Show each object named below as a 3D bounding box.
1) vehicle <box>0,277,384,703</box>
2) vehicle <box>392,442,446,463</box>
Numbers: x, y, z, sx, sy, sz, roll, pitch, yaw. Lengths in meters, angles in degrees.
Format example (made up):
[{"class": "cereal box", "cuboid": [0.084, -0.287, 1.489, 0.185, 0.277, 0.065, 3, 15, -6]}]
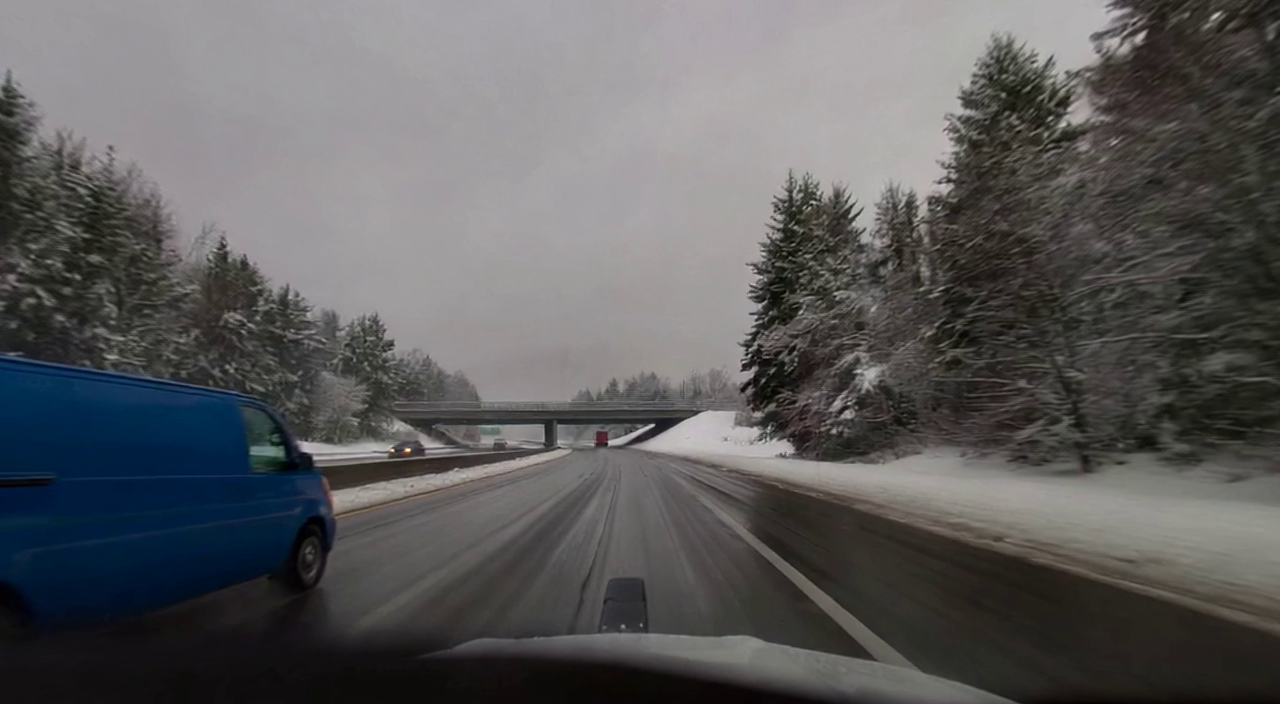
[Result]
[{"class": "vehicle", "cuboid": [-3.593, 0.801, 3.213, 2.372, 1.891, 5.061, 0, -8, 1]}, {"class": "vehicle", "cuboid": [-13.816, 6.280, 39.612, 2.053, 1.233, 4.093, 0, -8, -1]}]
